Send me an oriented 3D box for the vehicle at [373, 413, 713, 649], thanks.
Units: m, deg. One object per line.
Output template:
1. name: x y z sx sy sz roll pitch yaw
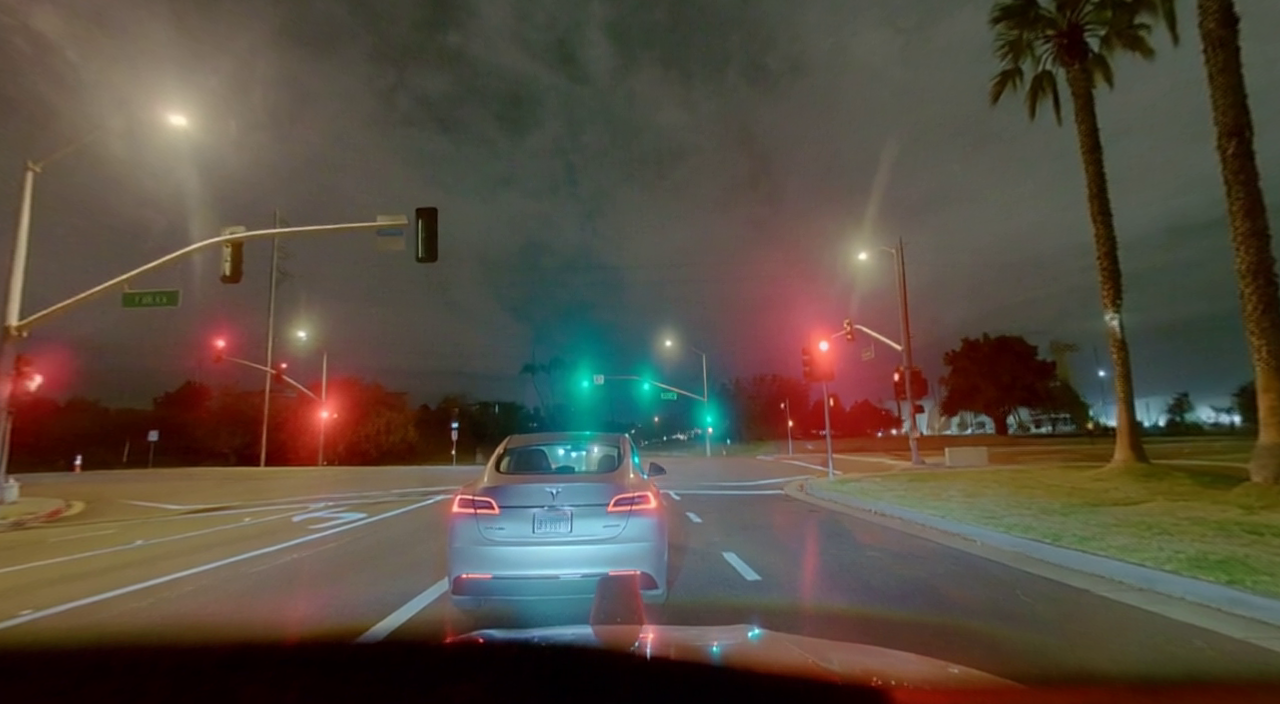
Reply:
1. vehicle: -0.640 1.453 6.206 2.152 1.478 4.229 0 -8 -1
